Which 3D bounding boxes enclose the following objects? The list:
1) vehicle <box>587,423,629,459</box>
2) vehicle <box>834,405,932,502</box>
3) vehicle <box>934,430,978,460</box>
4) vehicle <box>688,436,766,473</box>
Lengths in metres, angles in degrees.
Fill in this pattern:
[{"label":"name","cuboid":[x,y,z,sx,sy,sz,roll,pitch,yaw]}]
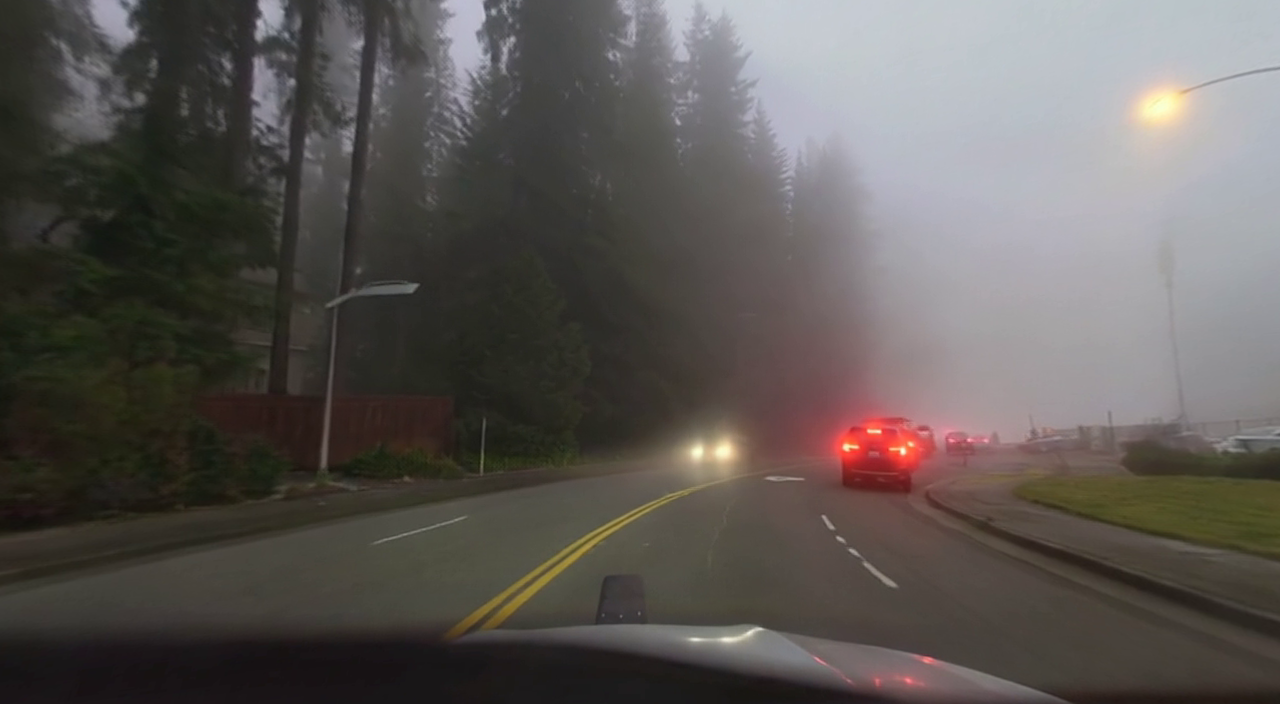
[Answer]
[{"label":"vehicle","cuboid":[-2.338,6.565,46.699,2.665,2.465,1.532,2,-5,11]},{"label":"vehicle","cuboid":[6.177,2.565,16.413,1.913,2.241,3.024,-3,-7,14]},{"label":"vehicle","cuboid":[20.199,5.888,40.266,2.030,1.774,3.884,-5,-9,31]},{"label":"vehicle","cuboid":[3.837,4.357,27.194,1.933,1.428,4.449,-4,-9,27]}]
